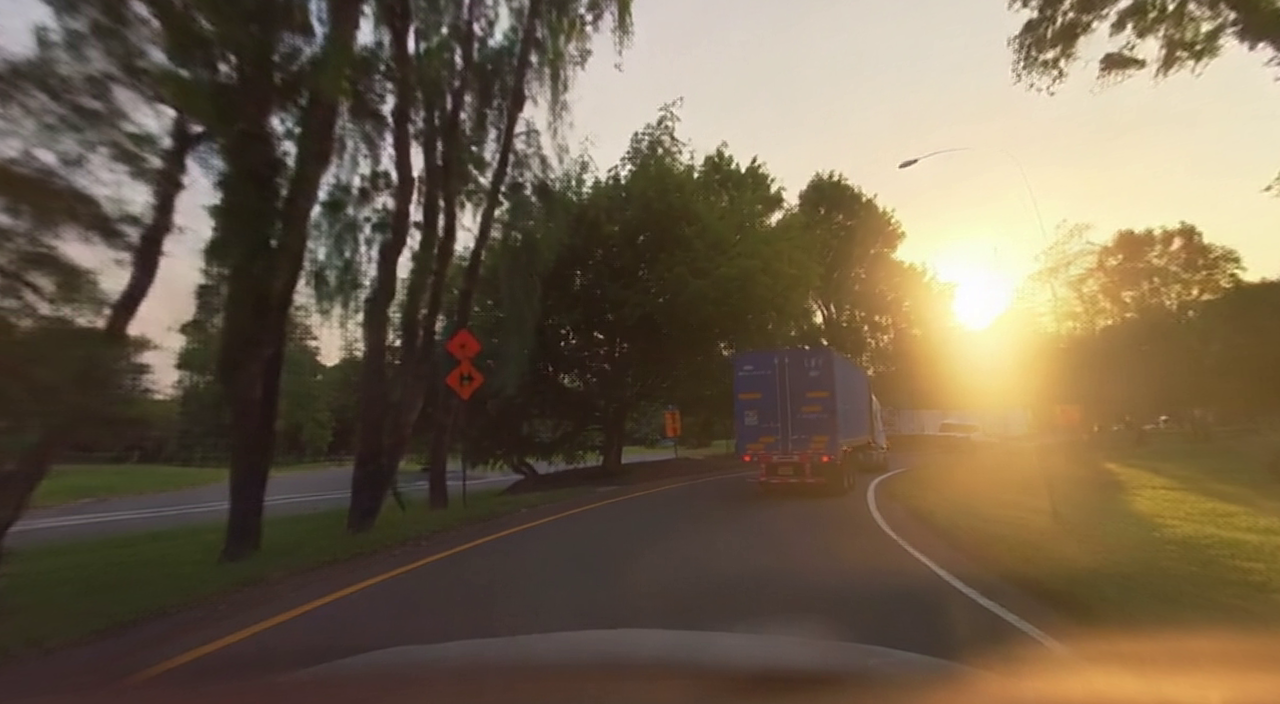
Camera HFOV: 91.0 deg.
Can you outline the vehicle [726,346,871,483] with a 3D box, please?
[{"bbox_3d":[5.847,2.293,21.663,2.937,3.647,9.344,-4,-9,25],"label":"vehicle"}]
